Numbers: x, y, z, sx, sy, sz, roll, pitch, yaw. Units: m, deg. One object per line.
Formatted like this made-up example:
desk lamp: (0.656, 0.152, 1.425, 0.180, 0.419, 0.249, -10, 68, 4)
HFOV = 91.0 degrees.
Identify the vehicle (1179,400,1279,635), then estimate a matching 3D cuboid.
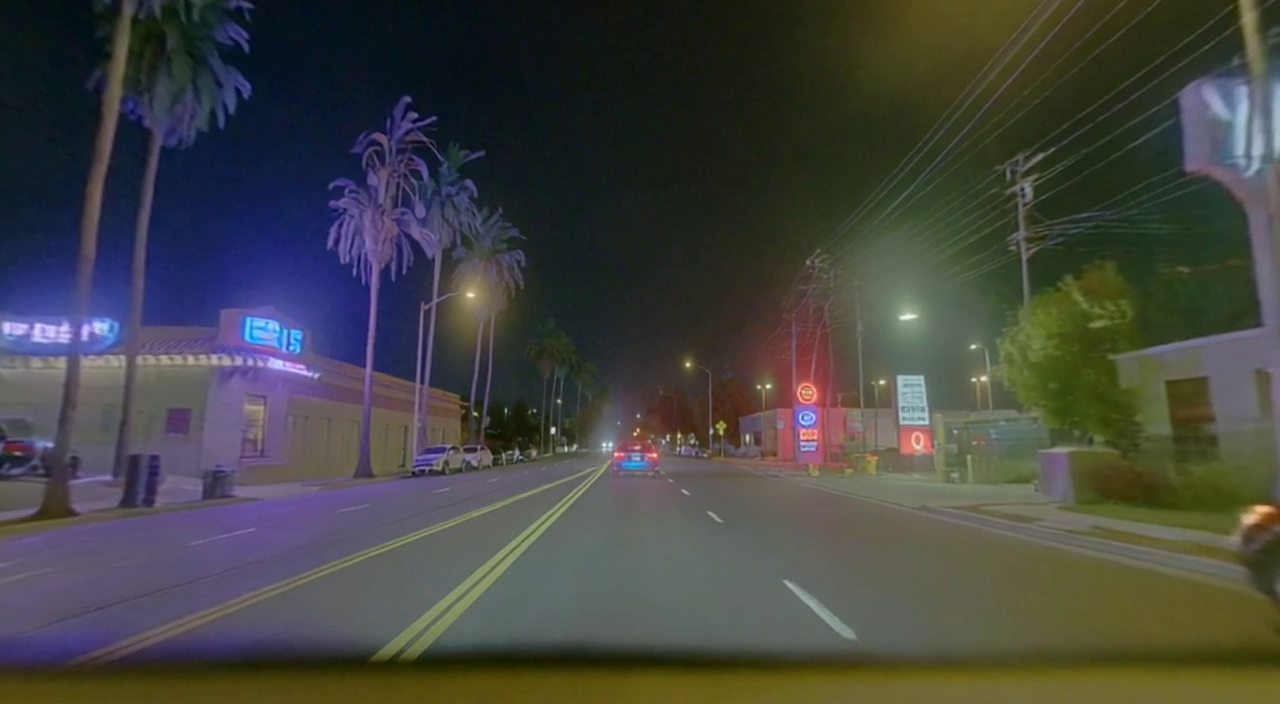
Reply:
vehicle: (6.072, 1.018, 3.112, 2.153, 1.801, 5.163, 0, -9, -1)

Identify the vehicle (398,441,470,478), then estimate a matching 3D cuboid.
vehicle: (-10.270, 5.387, 31.829, 2.075, 1.693, 4.696, 0, -9, -1)

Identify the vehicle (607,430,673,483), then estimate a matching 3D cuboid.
vehicle: (-0.068, 3.941, 23.908, 2.264, 1.798, 4.563, 0, -9, -1)
